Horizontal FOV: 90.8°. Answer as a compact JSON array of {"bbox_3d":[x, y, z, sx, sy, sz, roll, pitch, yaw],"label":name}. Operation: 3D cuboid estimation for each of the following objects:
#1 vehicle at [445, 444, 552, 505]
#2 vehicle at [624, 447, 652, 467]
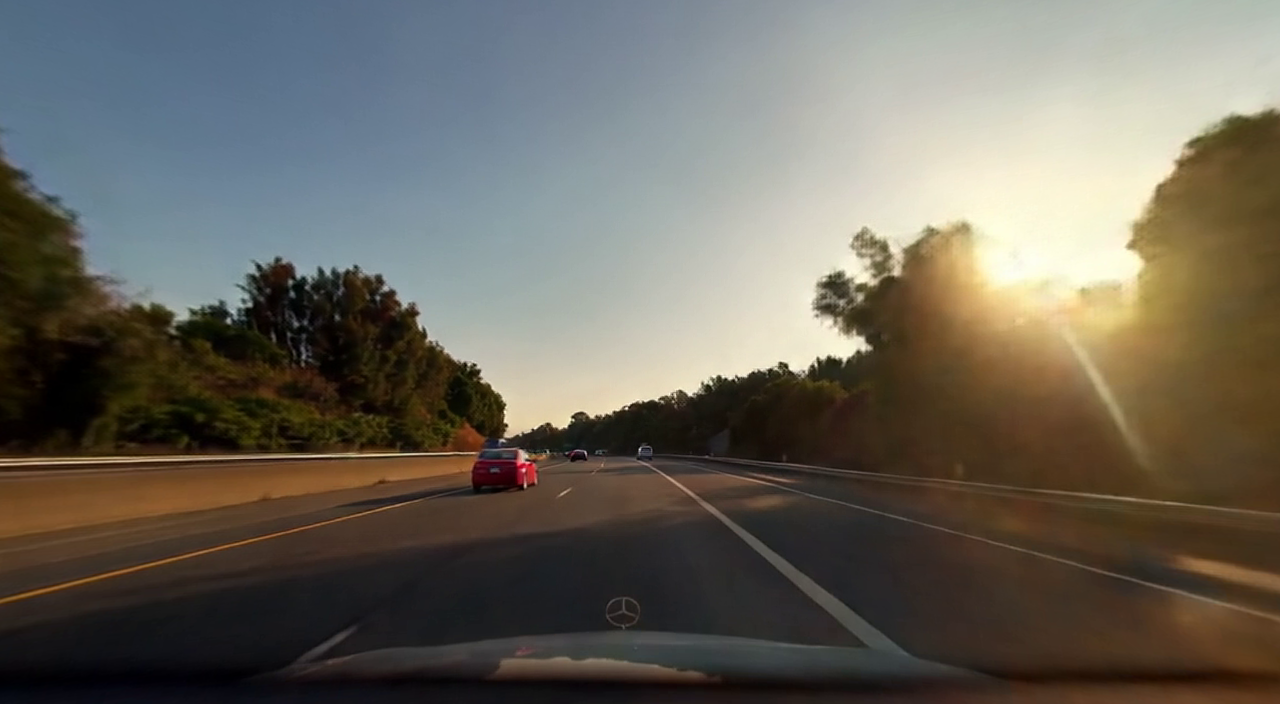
[{"bbox_3d":[-3.917,3.466,18.393,1.957,1.499,4.965,0,-9,0],"label":"vehicle"},{"bbox_3d":[-0.202,8.228,49.458,2.031,1.483,3.417,0,-9,-2],"label":"vehicle"}]
